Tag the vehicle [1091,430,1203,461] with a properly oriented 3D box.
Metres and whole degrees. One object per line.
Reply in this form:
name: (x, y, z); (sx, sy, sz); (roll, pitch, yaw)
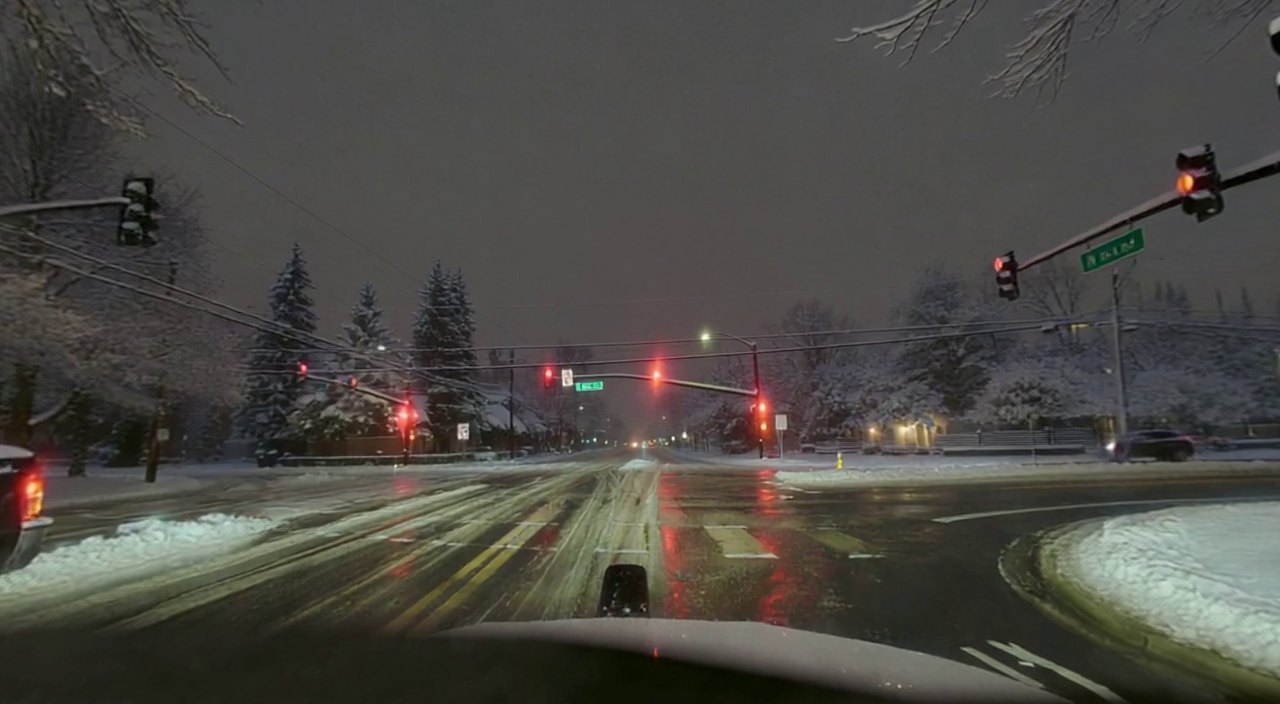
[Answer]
vehicle: (25.476, 4.736, 31.847); (3.952, 1.468, 1.768); (-3, -9, 22)
